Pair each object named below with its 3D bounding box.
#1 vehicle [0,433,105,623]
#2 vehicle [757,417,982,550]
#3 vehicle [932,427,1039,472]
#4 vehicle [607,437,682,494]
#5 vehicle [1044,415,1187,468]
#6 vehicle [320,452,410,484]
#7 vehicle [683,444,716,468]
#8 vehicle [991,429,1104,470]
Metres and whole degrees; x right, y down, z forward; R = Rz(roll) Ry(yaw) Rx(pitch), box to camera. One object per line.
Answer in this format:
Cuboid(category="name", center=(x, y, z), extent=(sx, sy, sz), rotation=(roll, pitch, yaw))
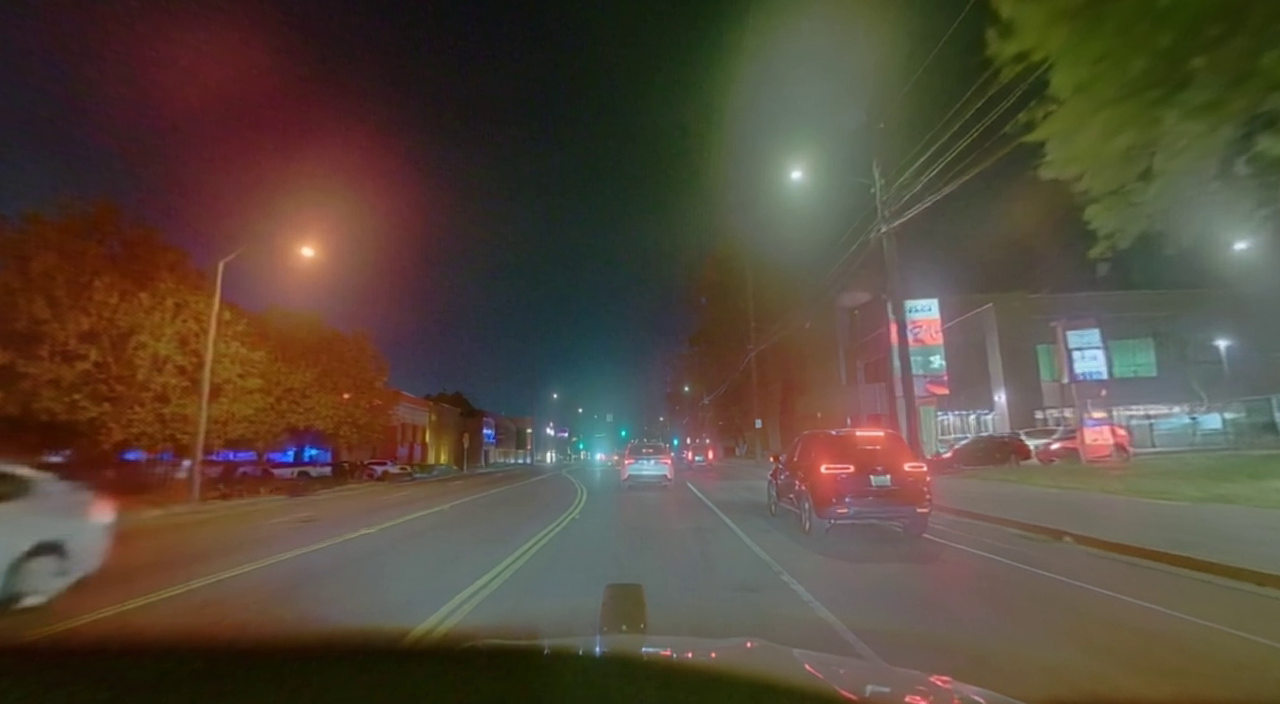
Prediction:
Cuboid(category="vehicle", center=(-6.581, 1.347, 4.204), extent=(2.008, 1.638, 4.552), rotation=(0, -8, 0))
Cuboid(category="vehicle", center=(3.414, 2.047, 10.518), extent=(2.024, 1.711, 4.512), rotation=(0, -8, 0))
Cuboid(category="vehicle", center=(13.528, 3.840, 25.009), extent=(1.899, 1.602, 4.297), rotation=(-1, -8, 2))
Cuboid(category="vehicle", center=(0.157, 3.673, 20.767), extent=(2.200, 1.653, 4.127), rotation=(0, -8, 1))
Cuboid(category="vehicle", center=(18.702, 3.628, 25.168), extent=(1.950, 1.797, 4.967), rotation=(-3, -10, 3))
Cuboid(category="vehicle", center=(-15.832, 6.702, 36.442), extent=(4.290, 1.510, 2.006), rotation=(-4, -10, 6))
Cuboid(category="vehicle", center=(4.051, 7.105, 43.279), extent=(1.880, 1.503, 4.130), rotation=(0, -8, 0))
Cuboid(category="vehicle", center=(16.148, 3.897, 25.266), extent=(2.018, 1.488, 4.059), rotation=(-1, -8, 4))
